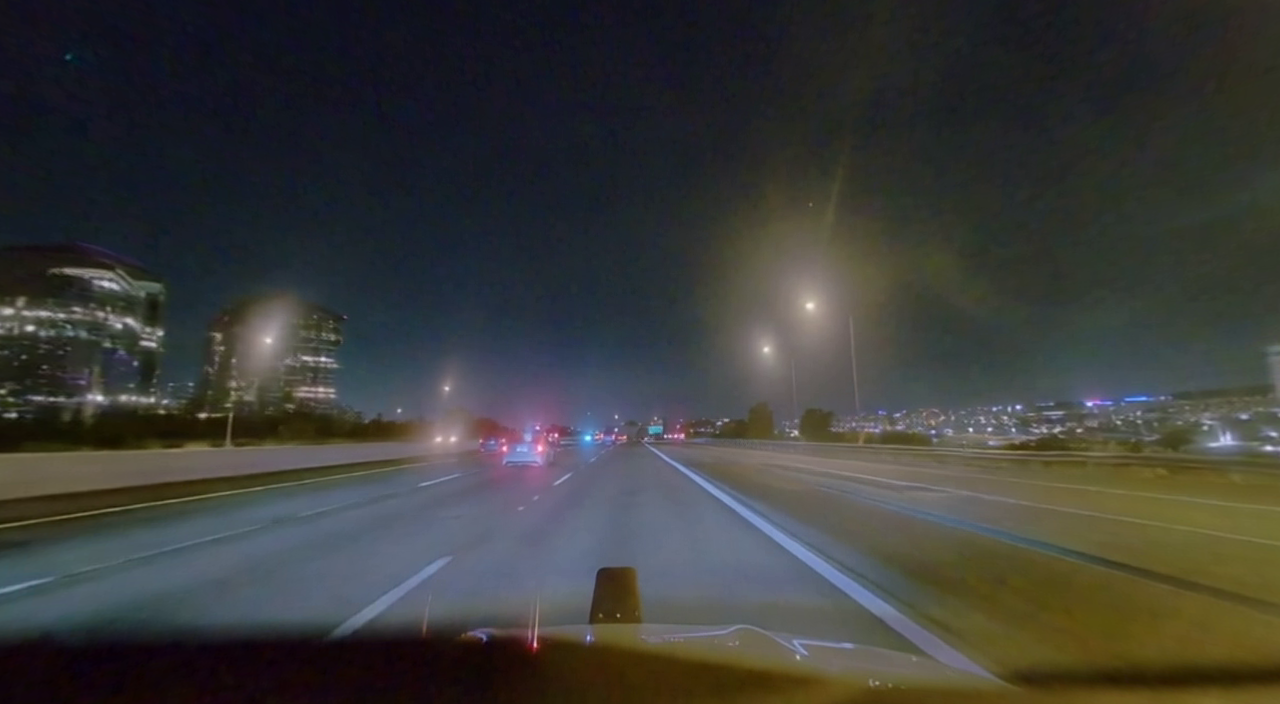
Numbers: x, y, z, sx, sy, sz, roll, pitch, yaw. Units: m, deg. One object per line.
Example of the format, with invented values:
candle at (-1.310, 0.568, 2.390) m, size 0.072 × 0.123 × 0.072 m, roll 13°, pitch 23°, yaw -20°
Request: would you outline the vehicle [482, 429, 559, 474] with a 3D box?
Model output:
vehicle at (-4.296, 3.648, 23.425) m, size 1.996 × 1.490 × 4.571 m, roll 0°, pitch -8°, yaw 0°
